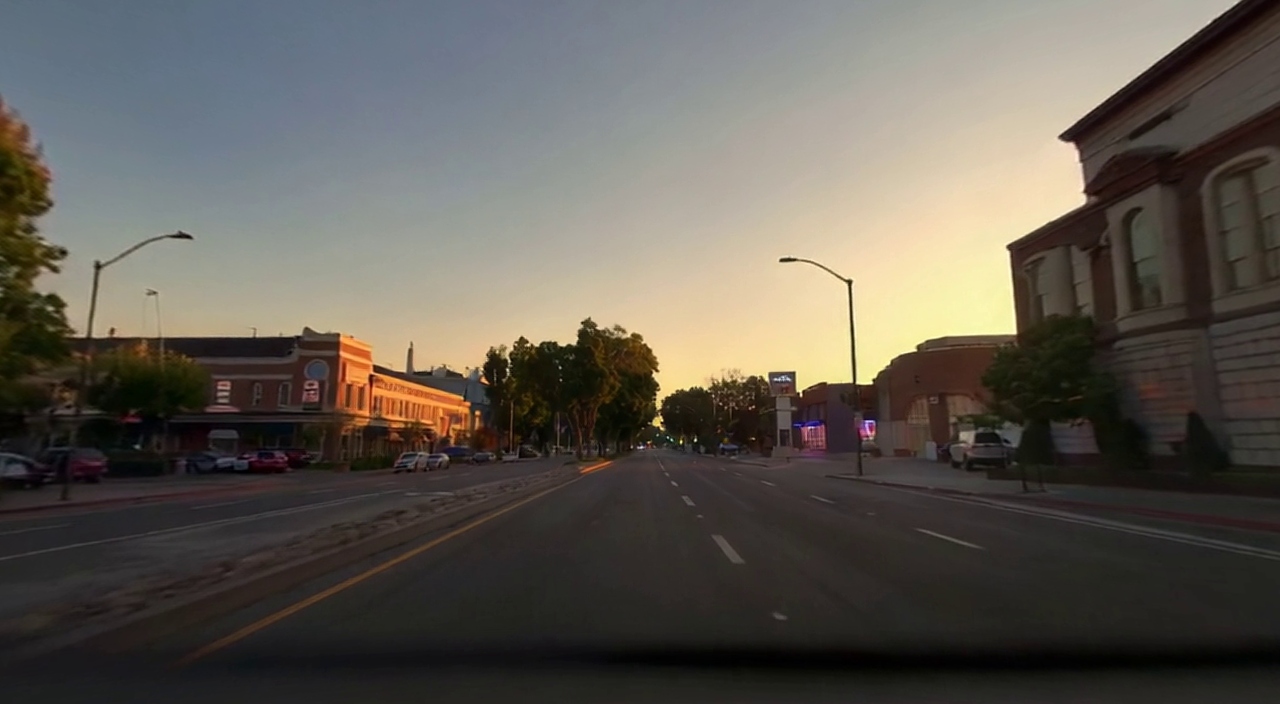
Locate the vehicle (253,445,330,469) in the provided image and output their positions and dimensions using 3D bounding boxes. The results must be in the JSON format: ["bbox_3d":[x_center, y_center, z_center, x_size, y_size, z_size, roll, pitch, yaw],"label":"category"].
[{"bbox_3d":[-26.824,8.089,48.391,4.472,1.717,2.392,1,-8,-2],"label":"vehicle"}]

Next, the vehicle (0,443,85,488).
[{"bbox_3d":[-27.120,4.847,26.967,4.430,1.782,2.168,0,-8,1],"label":"vehicle"}]

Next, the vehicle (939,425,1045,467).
[{"bbox_3d":[16.726,4.511,30.194,2.151,1.814,5.129,0,-8,1],"label":"vehicle"}]

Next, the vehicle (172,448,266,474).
[{"bbox_3d":[-27.527,7.133,41.193,4.573,1.633,2.016,1,-8,-5],"label":"vehicle"}]
